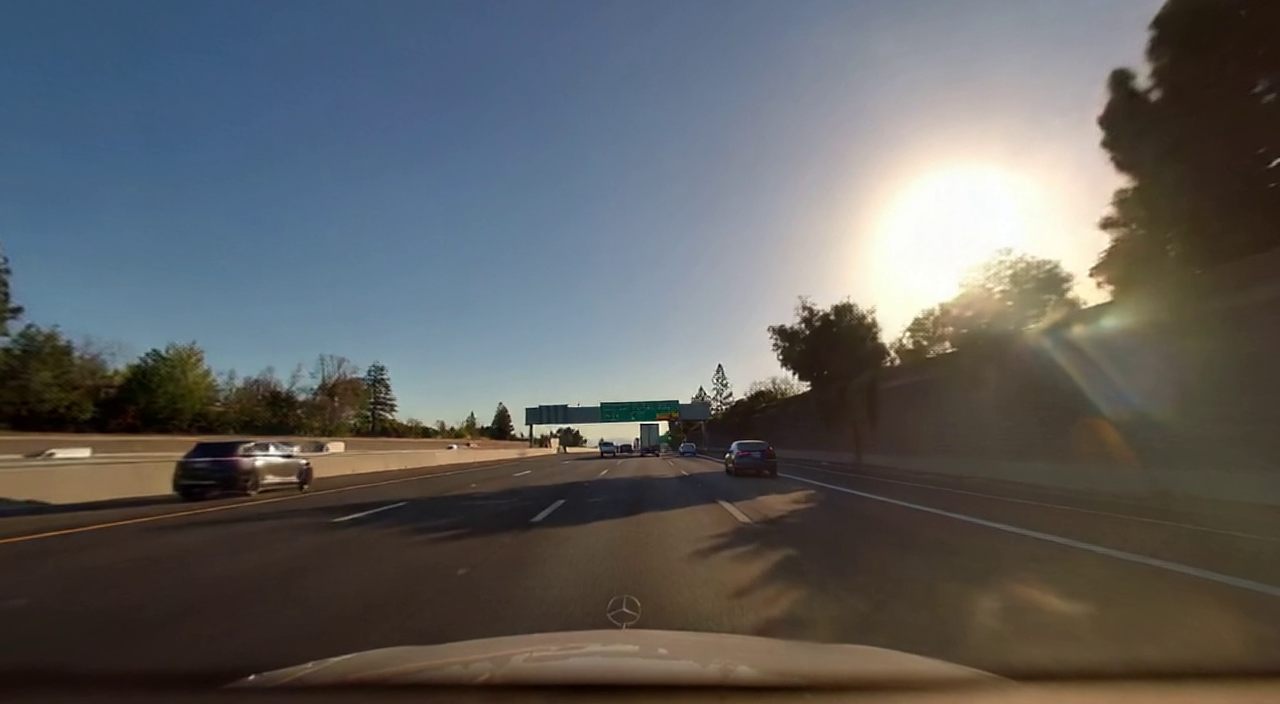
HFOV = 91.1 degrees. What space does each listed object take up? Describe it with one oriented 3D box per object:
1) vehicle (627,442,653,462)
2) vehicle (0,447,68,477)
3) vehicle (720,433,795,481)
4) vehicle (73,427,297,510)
[{"bbox_3d":[-0.032,7.772,49.003,1.946,1.493,4.083,0,-8,-1],"label":"vehicle"},{"bbox_3d":[-32.152,5.675,32.551,1.632,1.409,3.426,-1,-8,2],"label":"vehicle"},{"bbox_3d":[4.354,3.962,24.017,2.046,1.655,4.143,0,-8,0],"label":"vehicle"},{"bbox_3d":[-10.896,2.805,15.628,1.998,1.712,4.671,0,-8,1],"label":"vehicle"}]
